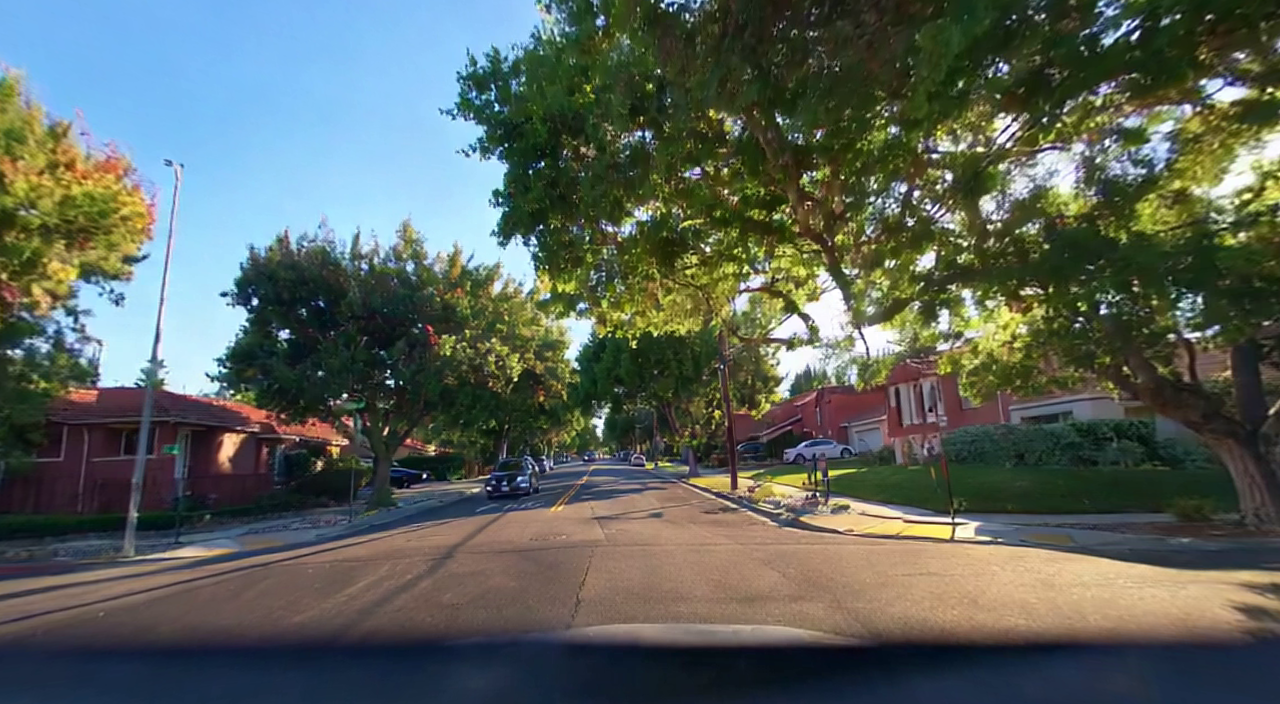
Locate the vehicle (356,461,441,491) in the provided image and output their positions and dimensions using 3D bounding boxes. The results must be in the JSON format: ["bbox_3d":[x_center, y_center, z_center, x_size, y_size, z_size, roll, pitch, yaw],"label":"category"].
[{"bbox_3d":[-14.894,7.720,39.118,4.487,1.464,1.889,-5,-14,7],"label":"vehicle"}]

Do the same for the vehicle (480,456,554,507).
[{"bbox_3d":[-4.562,4.855,24.163,1.973,1.683,4.400,0,-8,-1],"label":"vehicle"}]

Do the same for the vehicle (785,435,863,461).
[{"bbox_3d":[11.356,5.956,39.278,4.389,1.480,2.038,-2,-6,8],"label":"vehicle"}]
